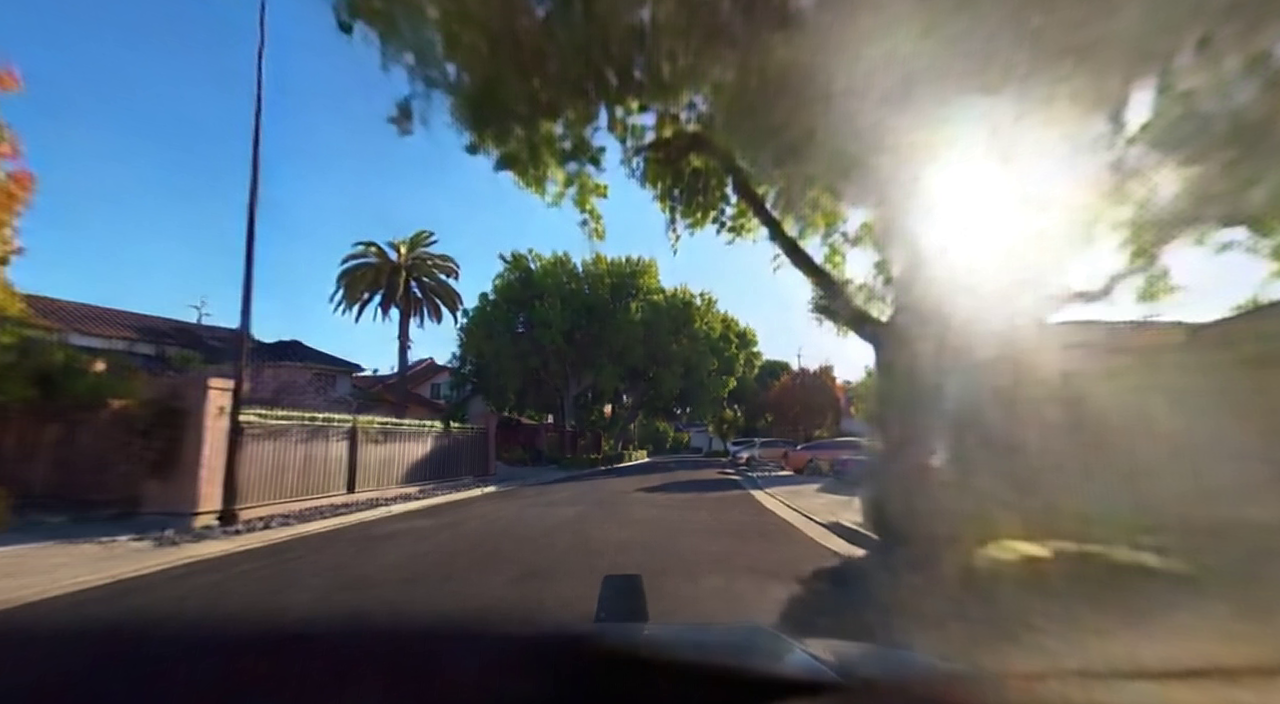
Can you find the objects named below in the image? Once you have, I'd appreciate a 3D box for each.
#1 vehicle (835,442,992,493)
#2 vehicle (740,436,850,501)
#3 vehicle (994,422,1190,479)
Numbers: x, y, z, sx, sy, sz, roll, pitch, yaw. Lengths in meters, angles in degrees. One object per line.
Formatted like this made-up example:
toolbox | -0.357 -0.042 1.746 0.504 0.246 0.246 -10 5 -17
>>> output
vehicle | 8.427 3.572 19.762 4.057 1.483 1.828 0 -8 0
vehicle | 4.363 3.344 18.590 2.051 1.676 4.497 0 -9 -1
vehicle | 13.207 2.882 18.803 4.246 1.488 1.943 -1 -8 15
